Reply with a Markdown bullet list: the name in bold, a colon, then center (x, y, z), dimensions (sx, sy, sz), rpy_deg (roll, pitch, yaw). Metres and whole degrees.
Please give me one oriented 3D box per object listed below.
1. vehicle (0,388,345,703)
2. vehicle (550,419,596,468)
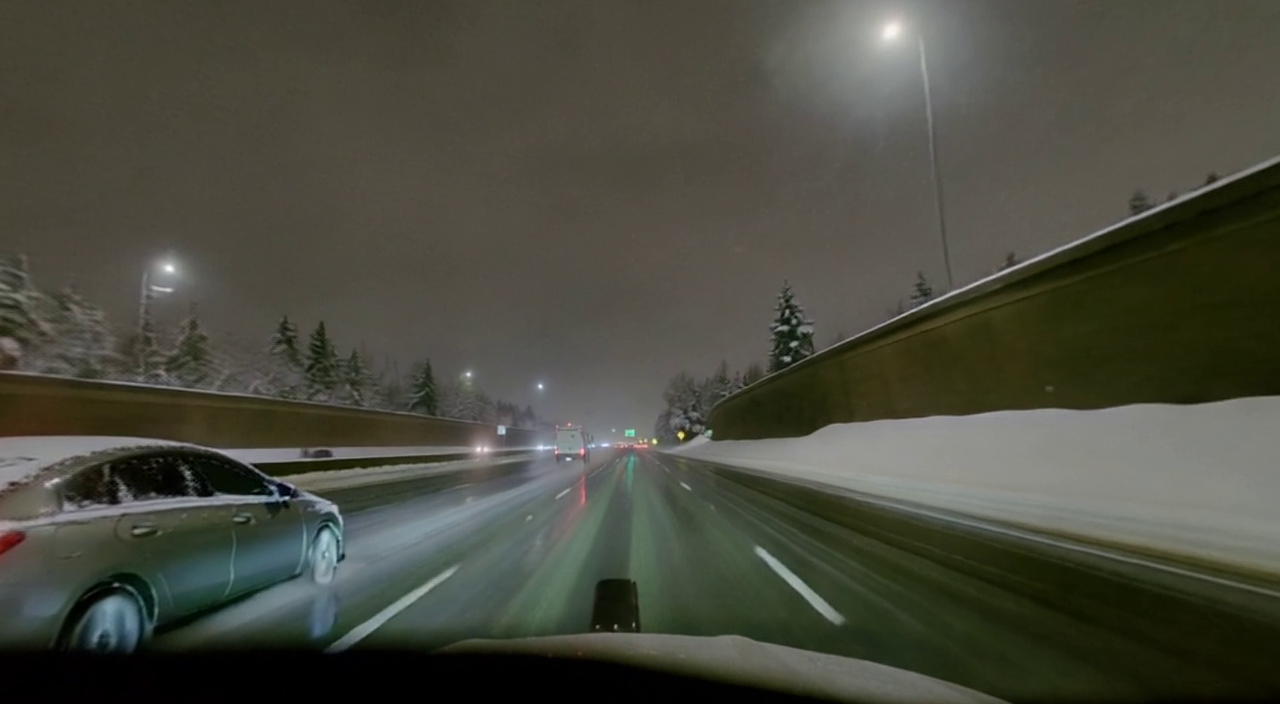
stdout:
- **vehicle**: center (-3.828, 1.066, 3.607), dimensions (2.025, 1.556, 4.594), rpy_deg (0, -8, 0)
- **vehicle**: center (-4.301, 6.066, 41.721), dimensions (2.364, 2.953, 6.732), rpy_deg (0, -8, -1)
